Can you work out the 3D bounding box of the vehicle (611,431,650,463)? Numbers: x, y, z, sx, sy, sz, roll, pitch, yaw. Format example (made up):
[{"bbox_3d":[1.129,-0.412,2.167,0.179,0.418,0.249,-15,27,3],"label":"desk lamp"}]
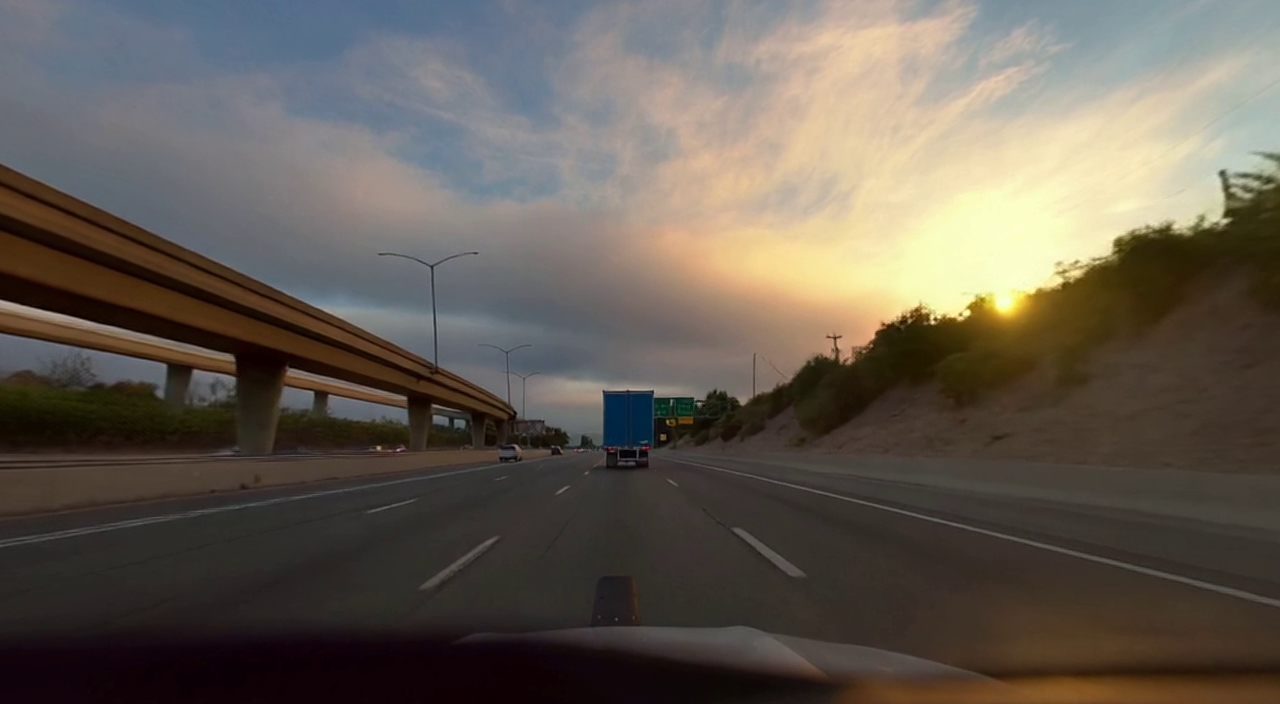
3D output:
[{"bbox_3d":[-0.546,5.273,35.234,2.052,1.666,4.358,0,-8,-2],"label":"vehicle"}]

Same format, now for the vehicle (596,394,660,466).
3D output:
[{"bbox_3d":[-0.657,4.847,37.845,3.233,3.678,11.032,1,-9,-1],"label":"vehicle"}]
